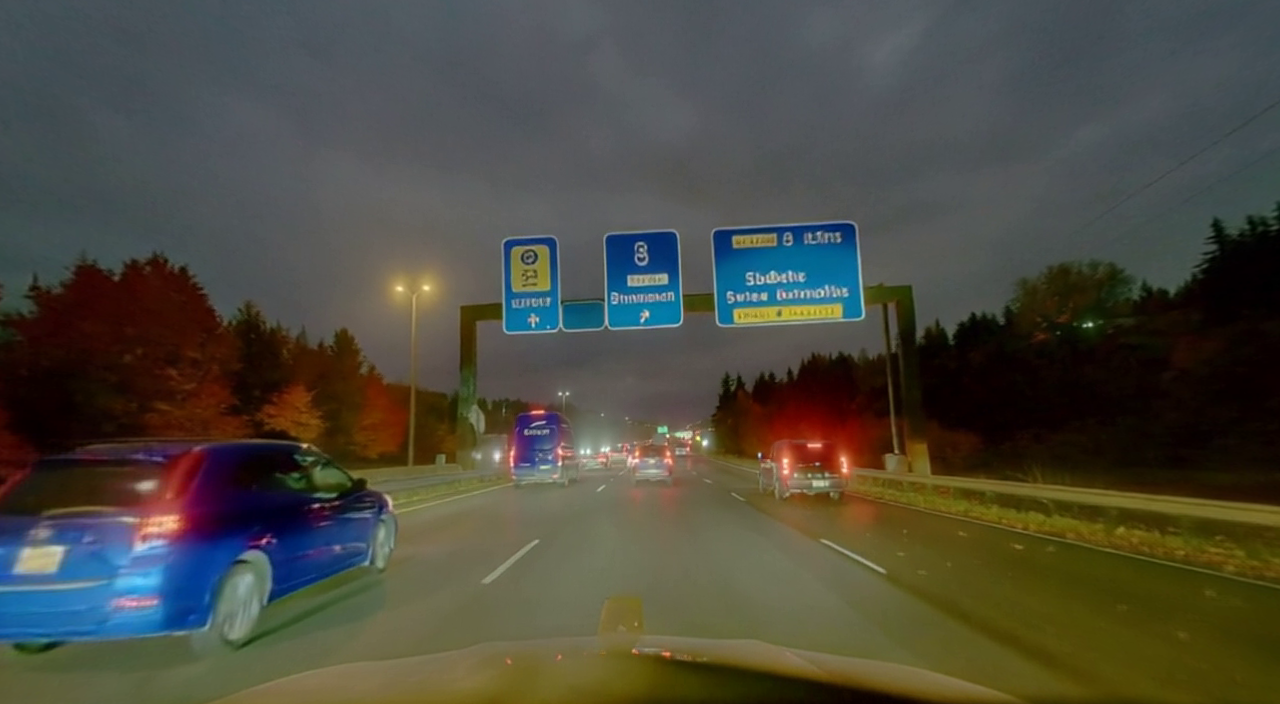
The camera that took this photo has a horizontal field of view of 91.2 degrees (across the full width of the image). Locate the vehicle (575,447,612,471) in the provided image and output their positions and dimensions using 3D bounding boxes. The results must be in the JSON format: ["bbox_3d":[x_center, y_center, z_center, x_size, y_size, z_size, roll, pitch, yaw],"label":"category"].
[{"bbox_3d":[-3.065,7.156,42.156,2.015,1.496,4.312,0,-9,1],"label":"vehicle"}]

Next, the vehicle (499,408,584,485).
[{"bbox_3d":[-3.726,3.765,25.002,2.275,2.692,5.810,0,-9,1],"label":"vehicle"}]

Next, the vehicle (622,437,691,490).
[{"bbox_3d":[0.545,3.887,22.090,2.195,1.679,4.070,0,-9,1],"label":"vehicle"}]

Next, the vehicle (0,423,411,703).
[{"bbox_3d":[-3.746,1.446,5.424,1.977,1.485,3.973,0,-9,1],"label":"vehicle"}]
